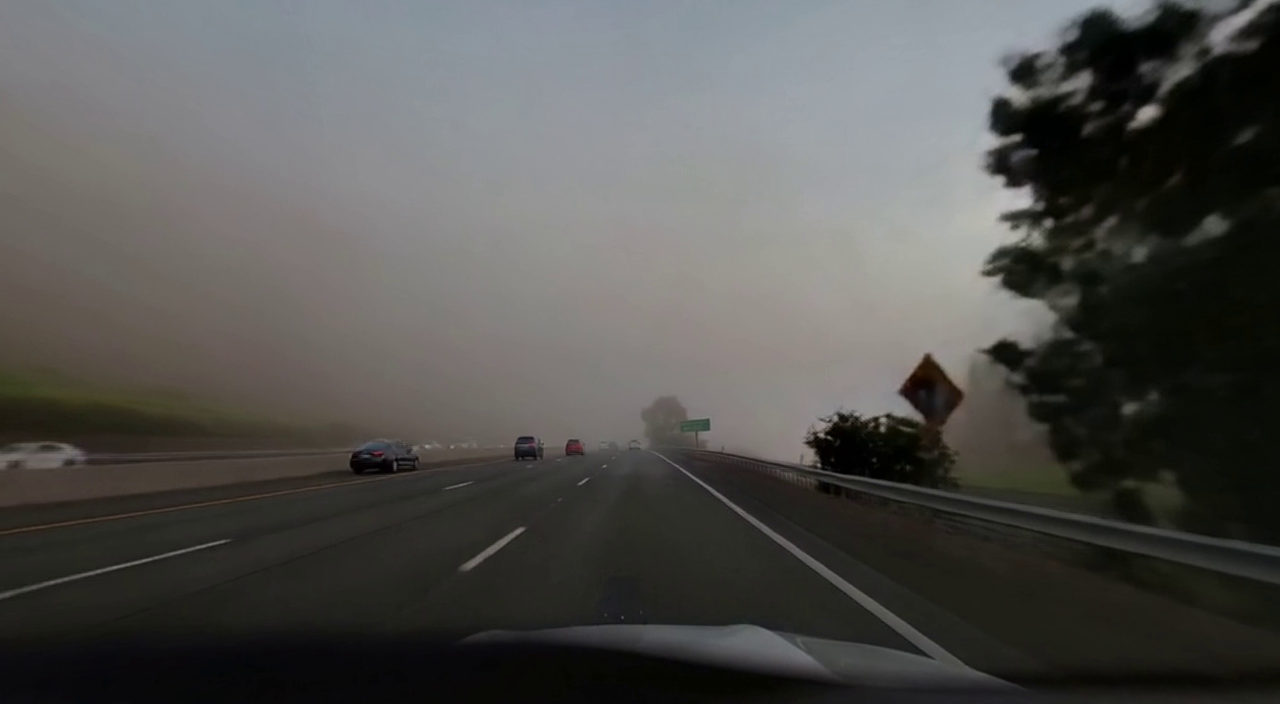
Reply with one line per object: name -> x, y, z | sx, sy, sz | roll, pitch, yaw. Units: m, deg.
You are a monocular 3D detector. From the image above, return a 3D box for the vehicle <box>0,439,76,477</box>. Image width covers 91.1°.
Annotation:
vehicle -> -29.237, 4.885, 29.107 | 1.881, 1.635, 4.610 | 1, -8, 0

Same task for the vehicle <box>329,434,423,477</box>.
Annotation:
vehicle -> -11.062, 4.352, 26.703 | 2.001, 1.625, 4.528 | 0, -8, 0
